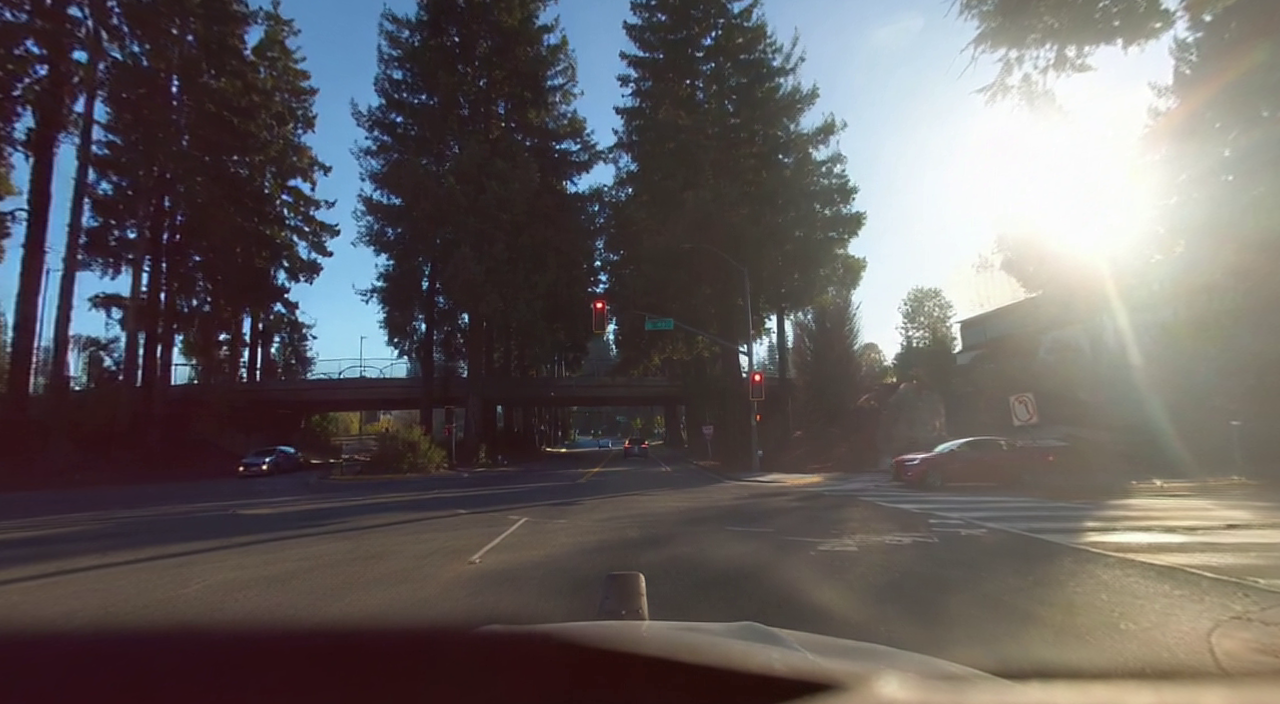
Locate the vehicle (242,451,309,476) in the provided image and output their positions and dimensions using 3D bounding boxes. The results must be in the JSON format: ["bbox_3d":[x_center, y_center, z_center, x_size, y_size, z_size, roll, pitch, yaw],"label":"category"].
[{"bbox_3d":[-23.968,7.334,41.747,1.834,1.482,4.310,0,-8,-1],"label":"vehicle"}]

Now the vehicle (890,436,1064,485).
[{"bbox_3d":[10.801,3.478,20.445,4.691,1.466,1.800,1,-9,-7],"label":"vehicle"}]
